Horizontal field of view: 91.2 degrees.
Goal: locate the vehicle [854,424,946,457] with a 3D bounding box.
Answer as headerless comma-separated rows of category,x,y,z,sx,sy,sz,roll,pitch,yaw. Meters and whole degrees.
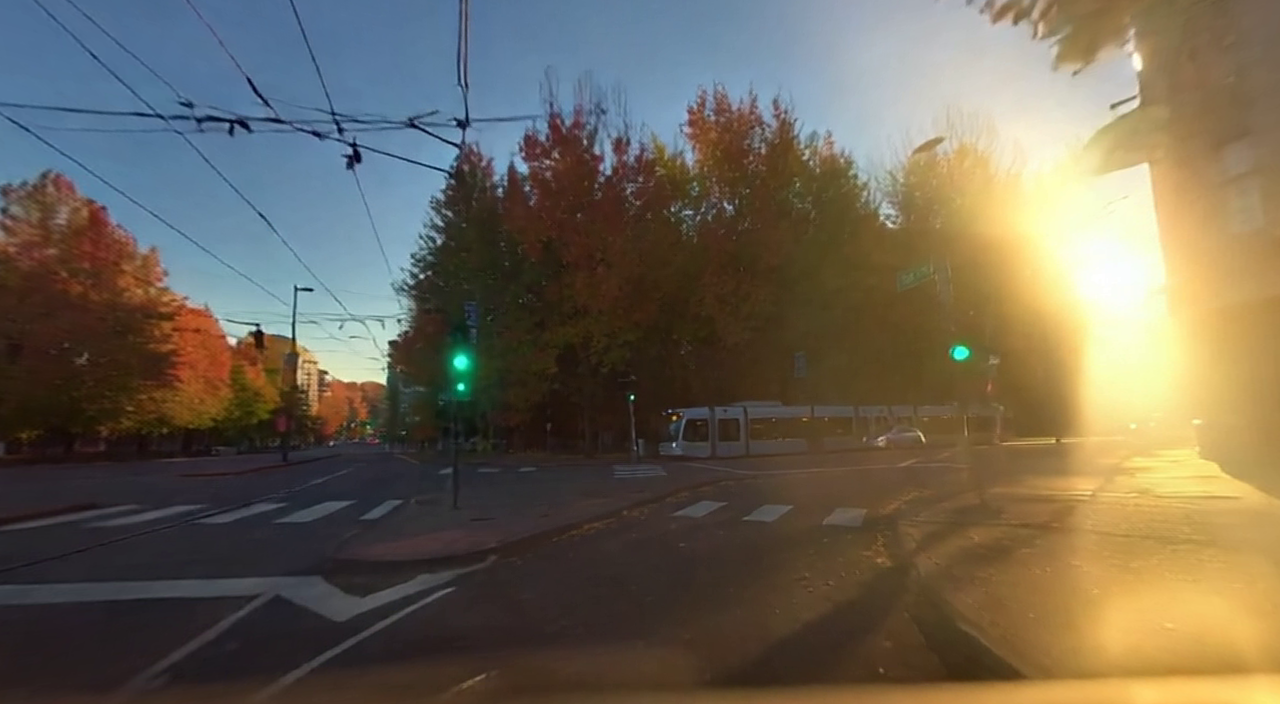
vehicle,14.762,5.058,35.606,4.687,1.760,2.028,3,-9,-22

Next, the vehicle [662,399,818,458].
vehicle,6.870,5.331,43.007,10.391,3.725,2.904,3,-9,-19
